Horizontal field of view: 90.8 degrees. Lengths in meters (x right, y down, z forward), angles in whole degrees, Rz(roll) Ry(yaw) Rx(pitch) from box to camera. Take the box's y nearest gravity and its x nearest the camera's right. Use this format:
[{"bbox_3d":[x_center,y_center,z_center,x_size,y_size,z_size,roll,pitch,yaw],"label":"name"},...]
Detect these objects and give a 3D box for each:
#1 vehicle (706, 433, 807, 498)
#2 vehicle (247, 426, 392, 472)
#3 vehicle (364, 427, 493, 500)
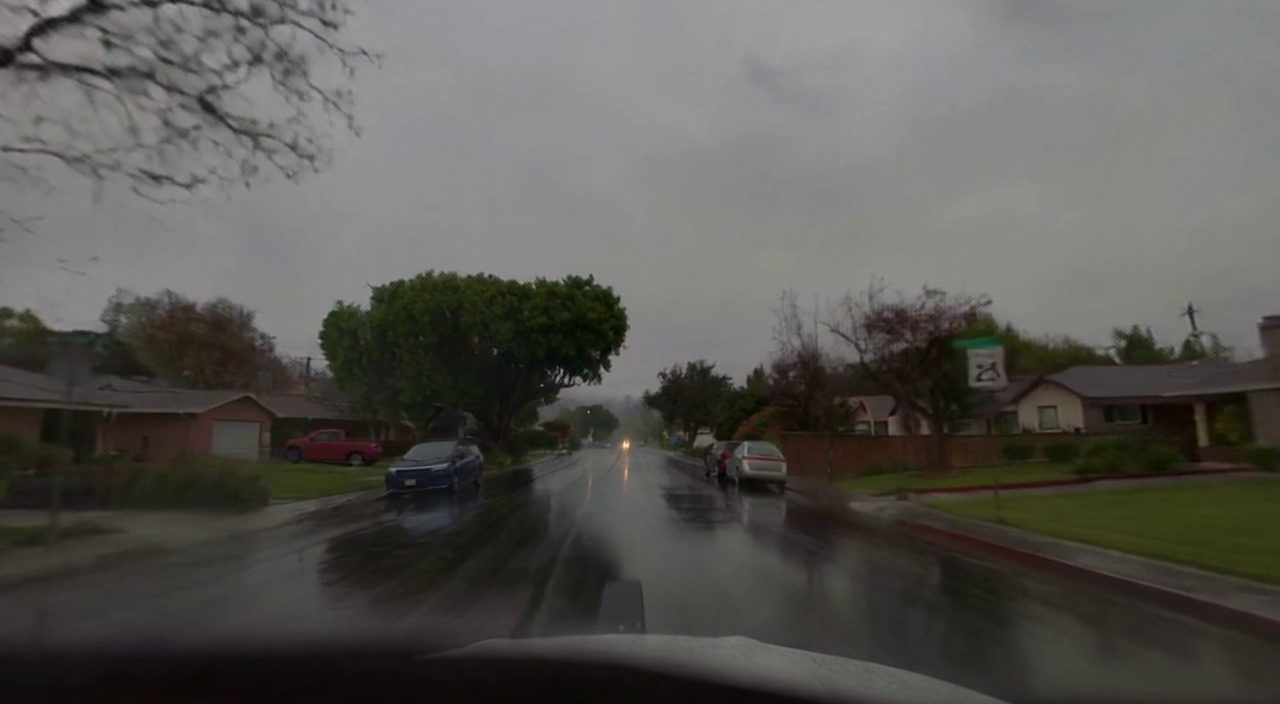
[{"bbox_3d":[3.392,3.405,19.385,2.033,1.730,4.554,0,-9,-2],"label":"vehicle"},{"bbox_3d":[-13.598,4.153,27.086,5.024,1.903,2.102,0,-9,1],"label":"vehicle"},{"bbox_3d":[-6.422,3.486,20.101,2.322,1.949,5.695,-1,-9,-2],"label":"vehicle"}]
